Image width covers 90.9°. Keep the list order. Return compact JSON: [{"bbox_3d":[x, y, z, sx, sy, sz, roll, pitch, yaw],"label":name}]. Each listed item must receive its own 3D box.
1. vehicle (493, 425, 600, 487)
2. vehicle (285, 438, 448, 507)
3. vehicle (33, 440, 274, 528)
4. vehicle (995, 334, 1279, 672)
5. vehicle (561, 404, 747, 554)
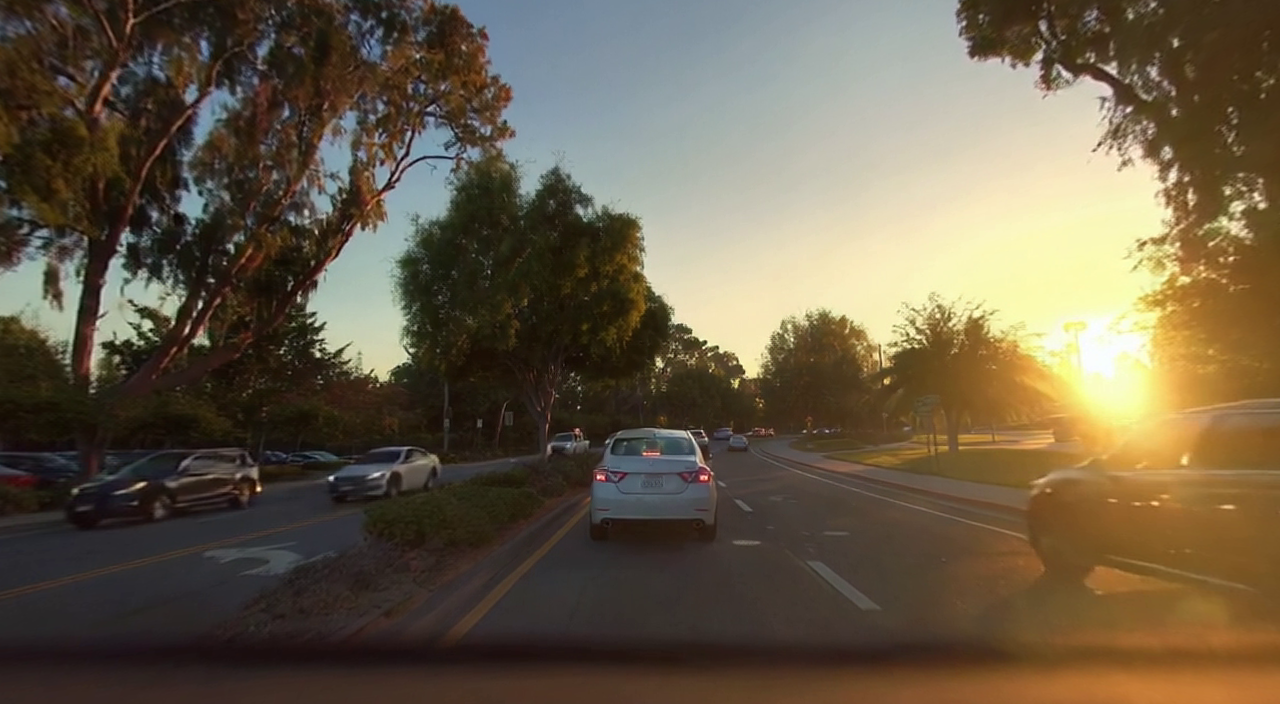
[{"bbox_3d":[-2.922,3.402,20.966,2.057,1.786,4.725,-2,-8,11],"label":"vehicle"},{"bbox_3d":[-6.709,2.985,16.167,1.923,1.492,4.577,-1,-8,3],"label":"vehicle"},{"bbox_3d":[-10.865,2.913,14.631,2.005,1.701,4.355,-1,-8,1],"label":"vehicle"},{"bbox_3d":[4.612,0.957,4.051,2.059,1.864,4.700,2,-8,2],"label":"vehicle"},{"bbox_3d":[0.202,1.777,9.462,2.154,1.710,4.128,-1,-8,1],"label":"vehicle"}]
